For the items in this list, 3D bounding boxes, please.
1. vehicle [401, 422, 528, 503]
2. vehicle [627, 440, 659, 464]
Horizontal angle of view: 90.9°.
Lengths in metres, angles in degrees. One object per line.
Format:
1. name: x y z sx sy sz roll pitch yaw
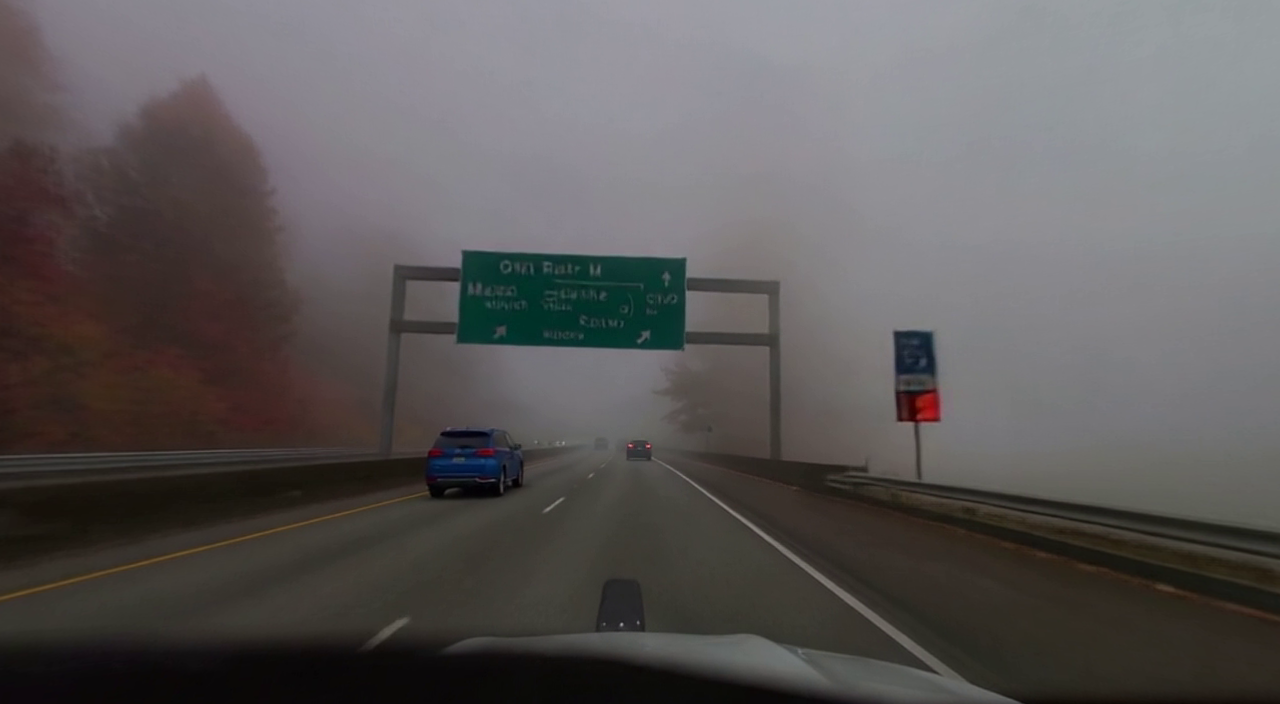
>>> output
1. vehicle: -4.168 2.683 15.724 1.924 1.720 4.195 0 -8 0
2. vehicle: 0.179 6.455 40.772 1.939 1.497 3.863 0 -8 -1
